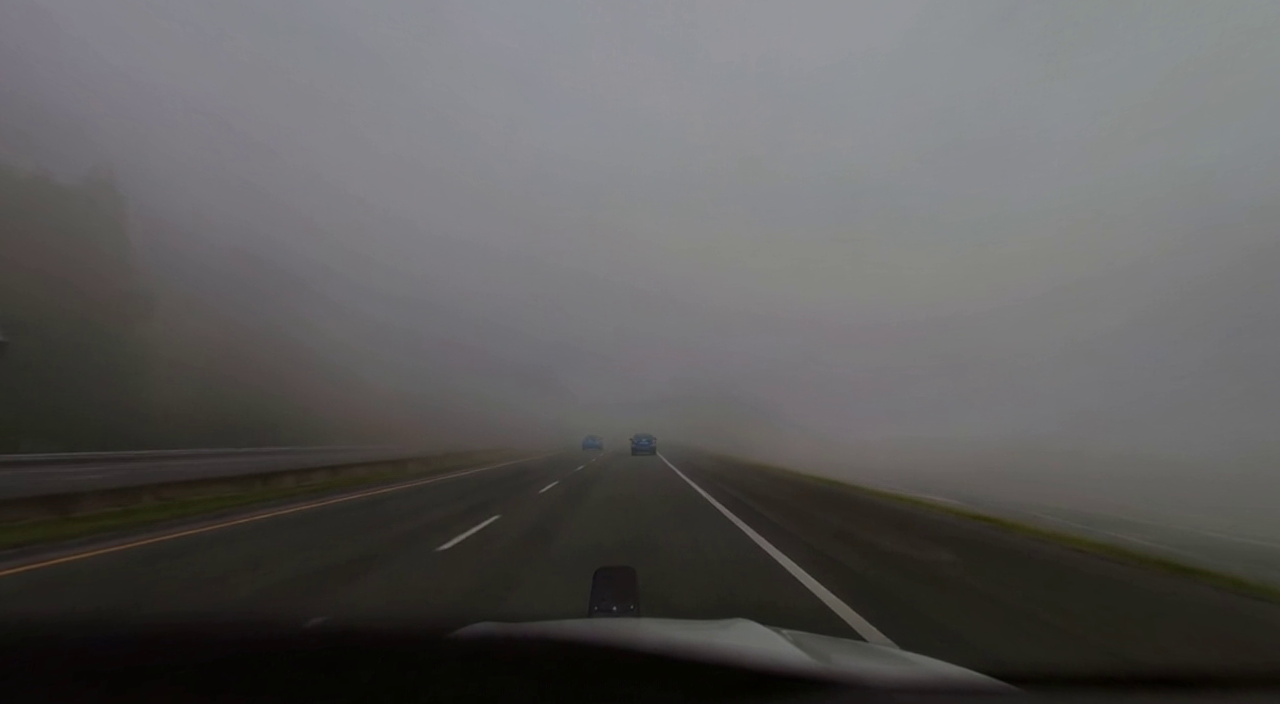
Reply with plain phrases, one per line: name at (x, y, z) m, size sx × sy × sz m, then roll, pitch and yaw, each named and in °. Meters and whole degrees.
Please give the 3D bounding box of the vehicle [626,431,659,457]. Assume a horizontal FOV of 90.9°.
vehicle at (0.106, 5.970, 41.084) m, size 2.041 × 1.618 × 3.898 m, roll 0°, pitch -8°, yaw -1°
